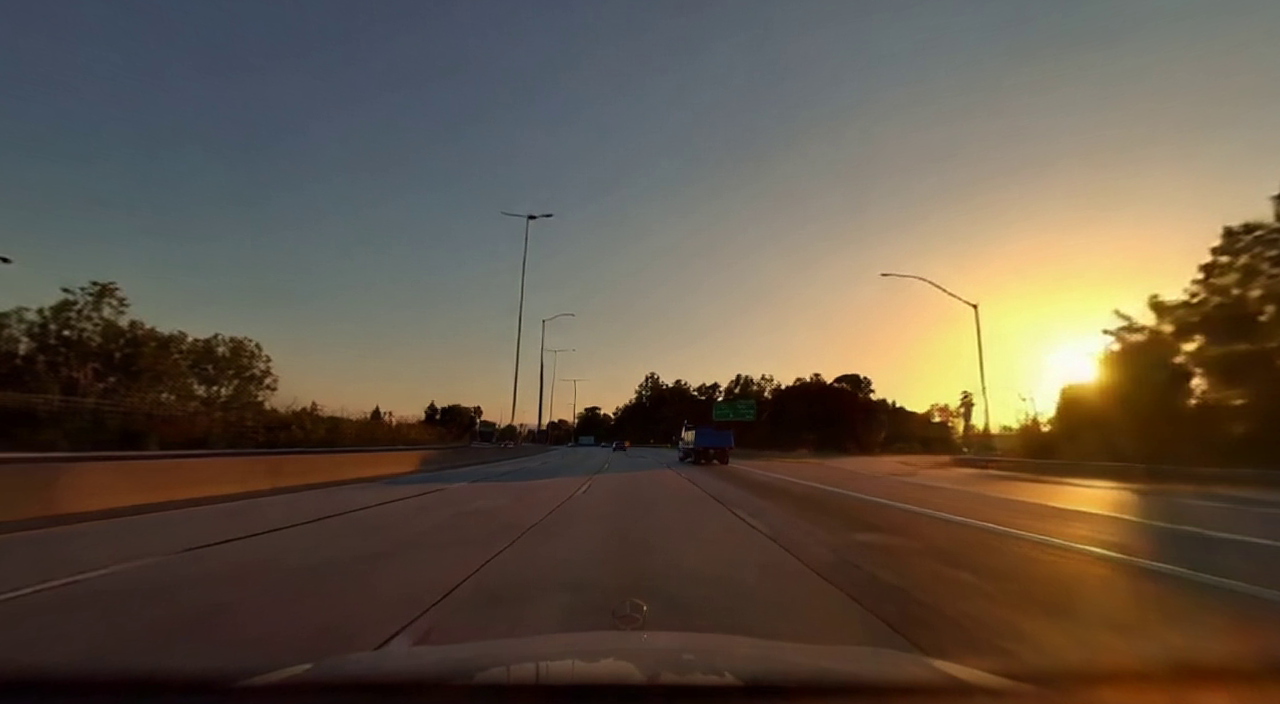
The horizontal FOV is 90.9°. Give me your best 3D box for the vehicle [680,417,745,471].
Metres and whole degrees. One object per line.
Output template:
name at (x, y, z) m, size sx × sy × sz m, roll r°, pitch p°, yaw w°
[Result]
vehicle at (3.582, 4.764, 32.505) m, size 2.430 × 2.495 × 6.062 m, roll 0°, pitch -8°, yaw -1°
